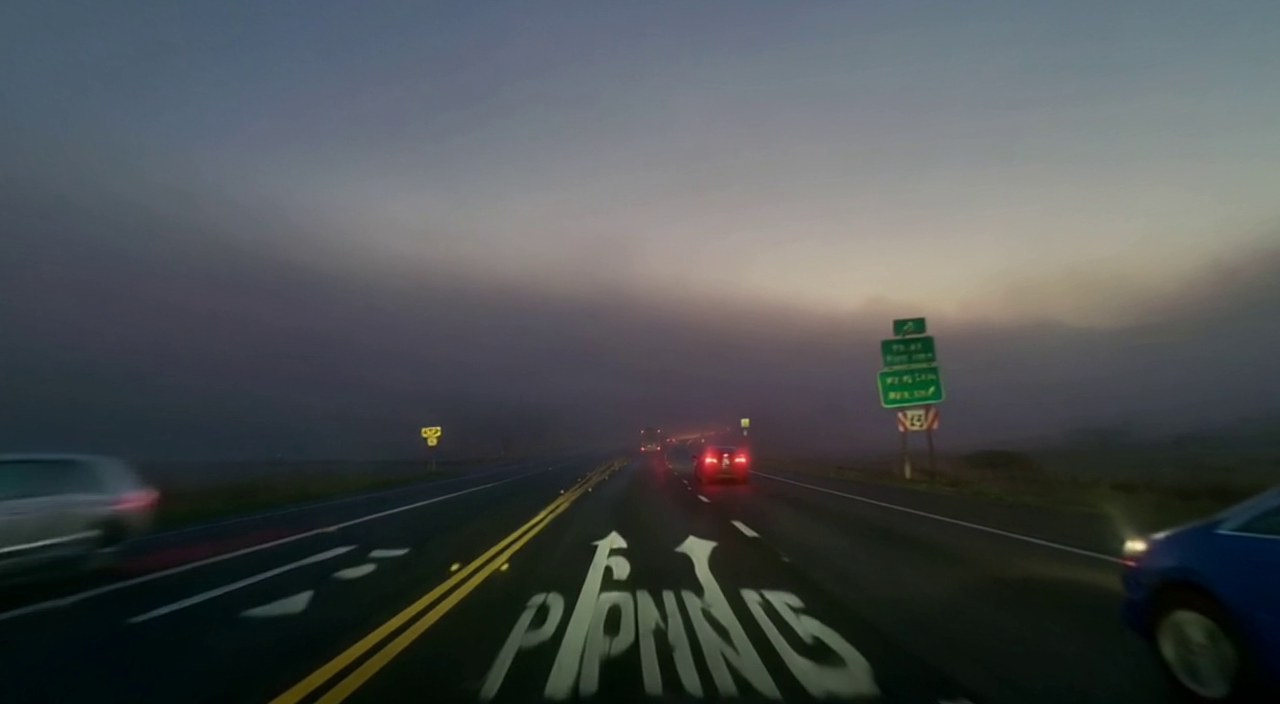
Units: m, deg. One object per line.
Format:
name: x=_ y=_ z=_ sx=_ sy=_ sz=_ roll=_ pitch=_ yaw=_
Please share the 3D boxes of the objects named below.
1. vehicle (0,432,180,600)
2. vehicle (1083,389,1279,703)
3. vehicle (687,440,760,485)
vehicle: x=-7.836 y=1.739 z=6.666 sx=2.168 sy=1.748 sz=4.811 roll=-1 pitch=-8 yaw=2
vehicle: x=3.636 y=0.789 z=1.675 sx=2.007 sy=1.534 sz=3.976 roll=0 pitch=-8 yaw=0
vehicle: x=3.052 y=4.151 z=24.074 sx=2.026 sy=1.531 sz=4.273 roll=0 pitch=-8 yaw=-2
